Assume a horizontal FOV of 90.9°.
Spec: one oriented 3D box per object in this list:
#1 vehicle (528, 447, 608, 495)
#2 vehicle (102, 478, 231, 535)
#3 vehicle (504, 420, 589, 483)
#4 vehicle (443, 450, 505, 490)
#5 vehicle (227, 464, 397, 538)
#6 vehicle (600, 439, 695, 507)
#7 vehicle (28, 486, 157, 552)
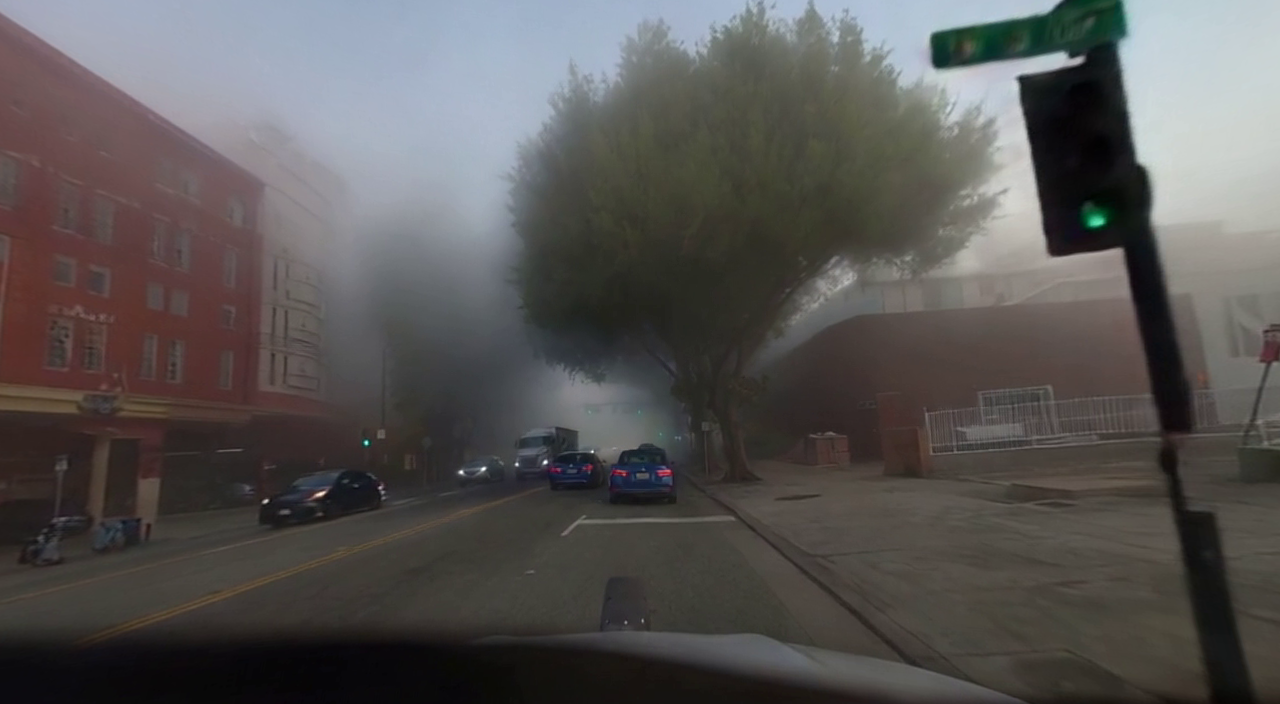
[{"bbox_3d":[-2.328,4.020,21.751,2.099,1.424,4.843,-1,-8,1],"label":"vehicle"},{"bbox_3d":[-17.092,5.567,22.742,4.266,1.486,1.907,-13,-15,25],"label":"vehicle"},{"bbox_3d":[-5.339,5.906,37.522,2.795,3.160,8.321,-4,-9,7],"label":"vehicle"},{"bbox_3d":[-8.793,6.255,33.762,2.067,1.820,4.509,-3,-9,1],"label":"vehicle"},{"bbox_3d":[-8.589,3.901,17.112,2.118,1.473,4.642,-3,-9,1],"label":"vehicle"},{"bbox_3d":[0.185,2.980,15.995,2.094,1.478,3.922,0,-8,1],"label":"vehicle"},{"bbox_3d":[-17.437,5.184,19.999,4.584,1.504,2.124,-7,-10,37],"label":"vehicle"}]
